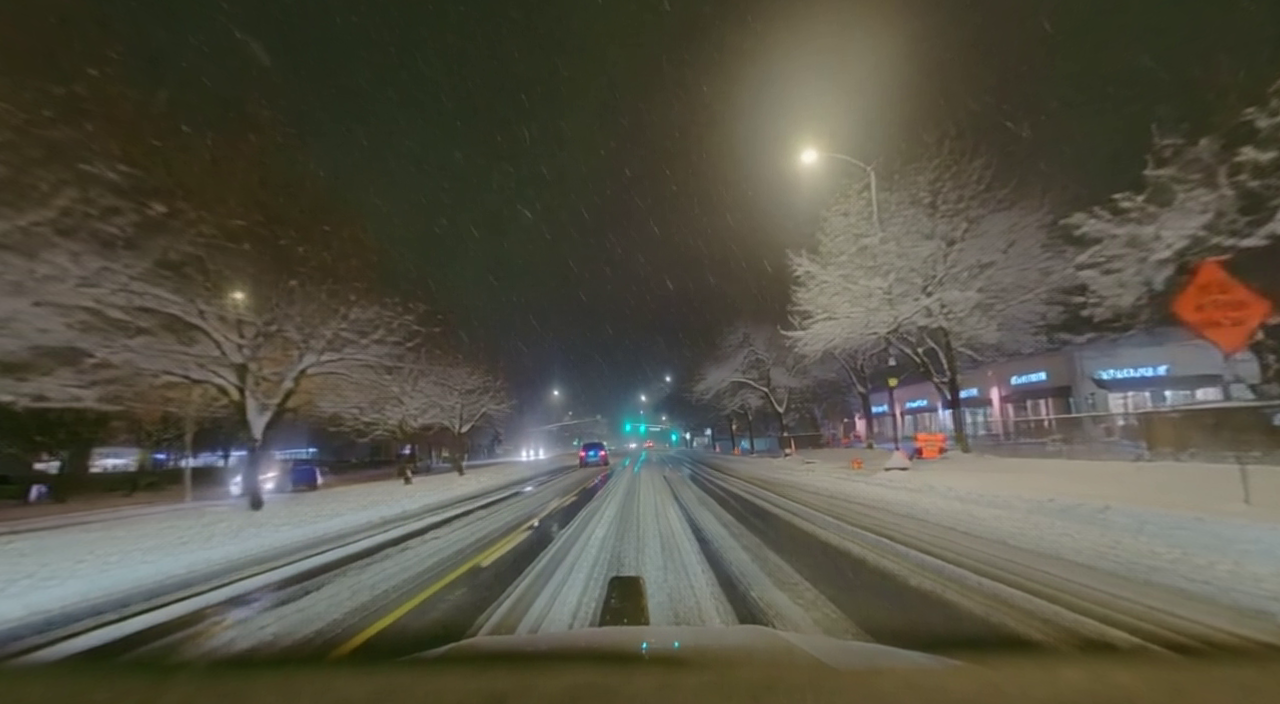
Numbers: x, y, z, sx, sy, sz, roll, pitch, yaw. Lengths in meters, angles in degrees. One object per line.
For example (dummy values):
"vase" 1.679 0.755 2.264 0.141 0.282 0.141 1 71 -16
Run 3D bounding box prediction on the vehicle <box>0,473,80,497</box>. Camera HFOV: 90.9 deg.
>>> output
"vehicle" -42.287 9.339 44.199 4.361 1.478 1.893 0 -8 5

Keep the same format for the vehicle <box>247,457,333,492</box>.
"vehicle" -17.881 6.266 32.492 1.948 1.535 4.600 0 -8 -2

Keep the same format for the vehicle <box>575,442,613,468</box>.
"vehicle" -2.720 6.192 38.103 1.926 1.442 4.231 0 -8 0
